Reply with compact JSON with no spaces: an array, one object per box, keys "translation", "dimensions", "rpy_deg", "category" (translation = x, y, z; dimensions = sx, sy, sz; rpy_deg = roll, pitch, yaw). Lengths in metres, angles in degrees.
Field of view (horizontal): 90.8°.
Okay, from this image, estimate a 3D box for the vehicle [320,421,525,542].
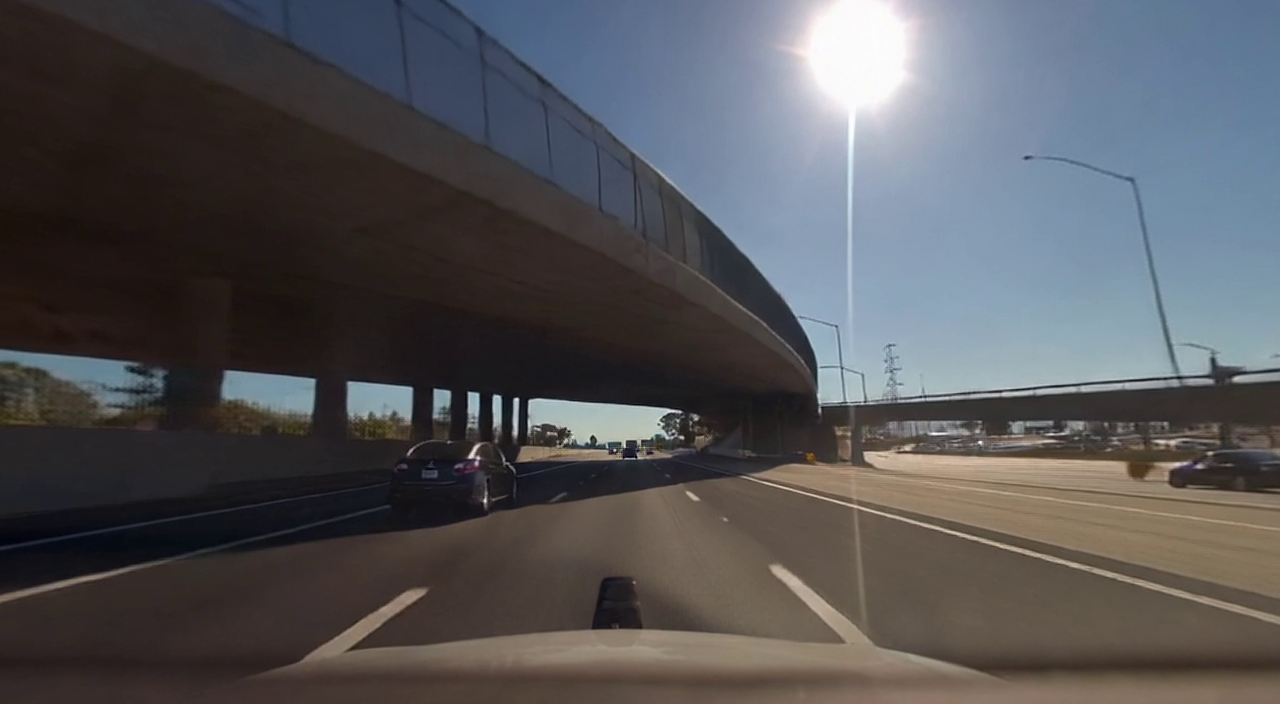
[{"translation":[-3.498,2.167,11.226],"dimensions":[2.178,1.699,4.321],"rpy_deg":[0,-8,-2],"category":"vehicle"}]
